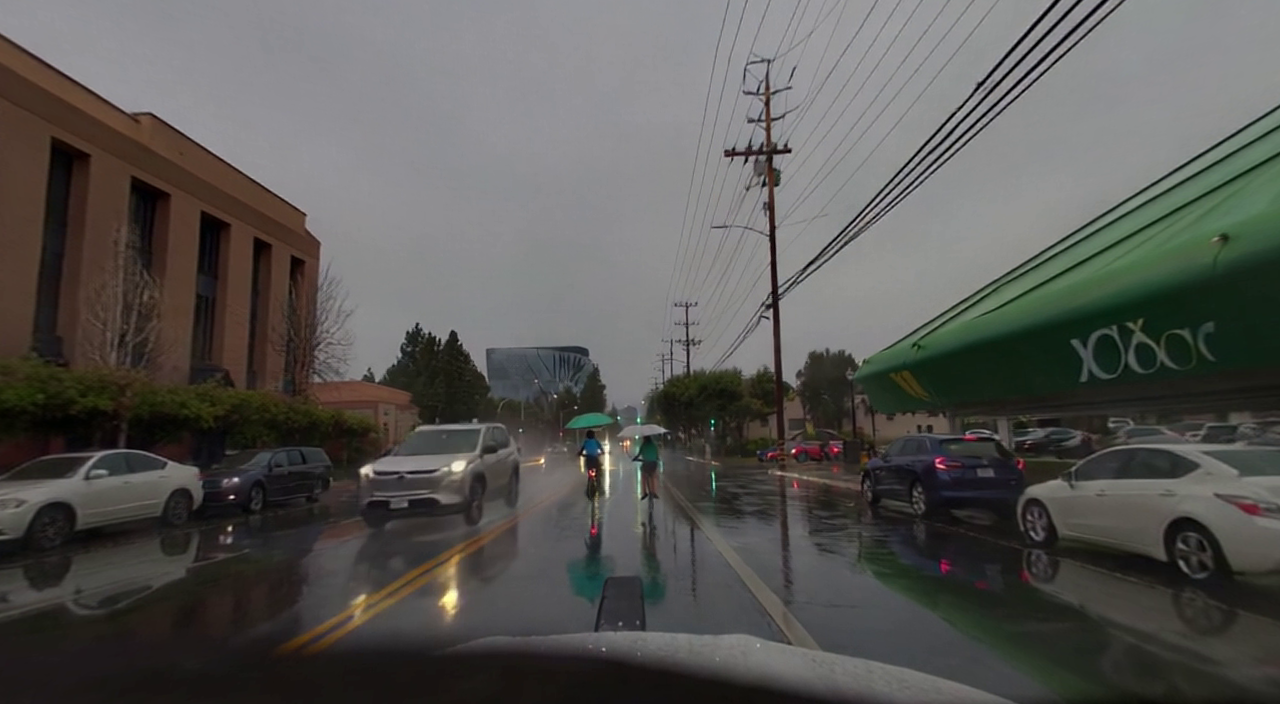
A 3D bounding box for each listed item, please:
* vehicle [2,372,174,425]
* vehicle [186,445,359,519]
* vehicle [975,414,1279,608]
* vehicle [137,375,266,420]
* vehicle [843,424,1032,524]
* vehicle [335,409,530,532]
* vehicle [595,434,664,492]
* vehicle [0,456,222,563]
[{"bbox_3d":[-17.277,1.499,19.925,3.750,1.495,1.727,-1,-8,-2],"label":"vehicle"},{"bbox_3d":[-10.265,3.605,18.243,2.075,1.816,4.900,0,-8,-1],"label":"vehicle"},{"bbox_3d":[5.869,1.587,7.191,1.900,1.566,3.995,0,-8,0],"label":"vehicle"},{"bbox_3d":[-17.124,1.824,24.799,3.685,1.584,1.708,1,-9,-3],"label":"vehicle"},{"bbox_3d":[5.801,2.411,12.990,1.873,1.714,3.979,0,-8,-1],"label":"vehicle"},{"bbox_3d":[-3.761,2.260,12.646,2.184,1.954,4.898,0,-8,0],"label":"vehicle"},{"bbox_3d":[-0.353,3.809,21.987,2.190,1.783,4.048,0,-8,-1],"label":"vehicle"},{"bbox_3d":[-10.237,2.713,11.680,1.904,1.495,4.585,0,-8,0],"label":"vehicle"}]
